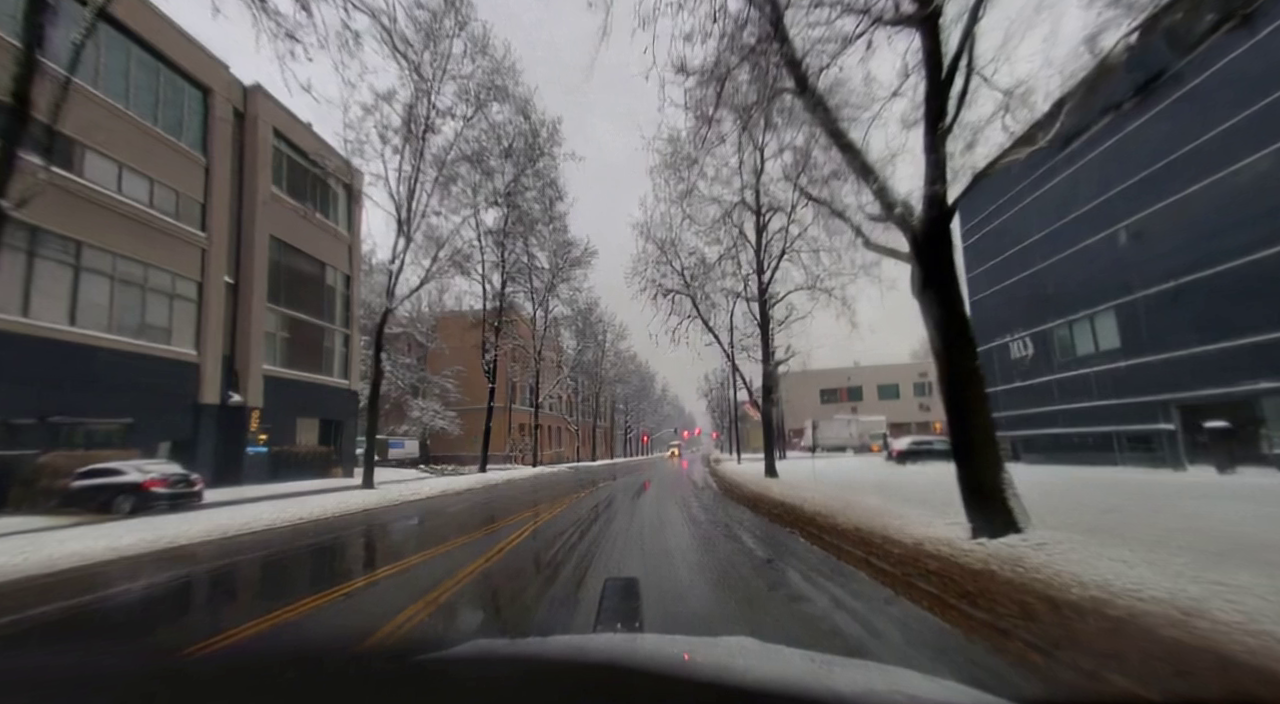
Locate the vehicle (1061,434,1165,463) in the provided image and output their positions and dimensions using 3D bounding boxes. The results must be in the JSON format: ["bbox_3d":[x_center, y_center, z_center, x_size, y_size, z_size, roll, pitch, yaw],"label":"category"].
[{"bbox_3d":[27.324,5.607,36.457,4.307,1.544,1.949,-2,-9,8],"label":"vehicle"}]

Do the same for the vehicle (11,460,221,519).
[{"bbox_3d":[-14.495,3.804,17.547,4.330,1.463,1.832,-1,-9,4],"label":"vehicle"}]

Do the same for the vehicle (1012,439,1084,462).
[{"bbox_3d":[27.801,6.771,42.912,3.531,1.414,1.906,-2,-11,7],"label":"vehicle"}]

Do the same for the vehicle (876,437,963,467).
[{"bbox_3d":[15.679,5.671,35.462,3.997,1.579,1.799,-2,-11,4],"label":"vehicle"}]

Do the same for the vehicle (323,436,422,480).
[{"bbox_3d":[-18.836,7.447,44.717,2.166,2.698,7.006,-8,-10,21],"label":"vehicle"}]
